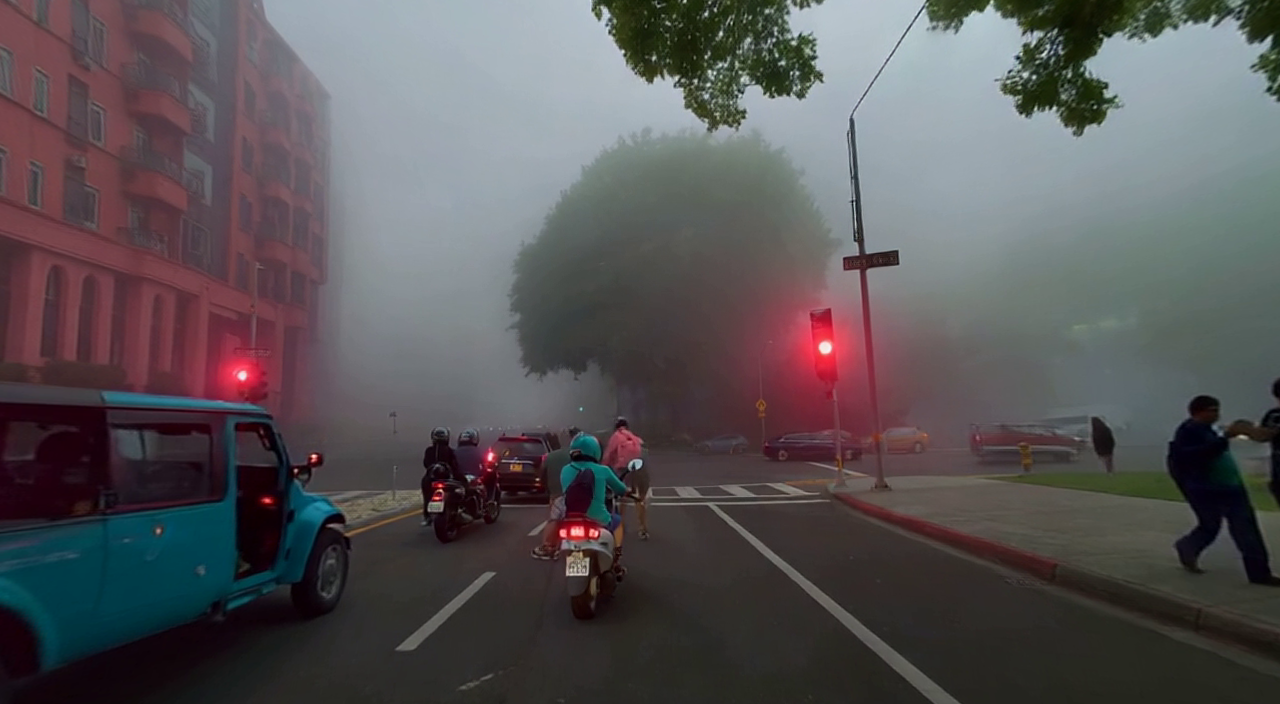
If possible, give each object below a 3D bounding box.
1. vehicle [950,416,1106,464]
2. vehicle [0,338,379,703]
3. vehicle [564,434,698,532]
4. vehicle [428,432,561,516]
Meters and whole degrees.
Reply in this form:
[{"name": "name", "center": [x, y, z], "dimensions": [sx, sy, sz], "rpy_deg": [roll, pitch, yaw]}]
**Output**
[{"name": "vehicle", "center": [15.926, 3.696, 26.276], "dimensions": [5.226, 1.840, 2.016], "rpy_deg": [-5, -10, 27]}, {"name": "vehicle", "center": [-3.595, 1.035, 3.718], "dimensions": [2.000, 1.809, 4.855], "rpy_deg": [0, -9, 0]}, {"name": "vehicle", "center": [-0.104, 2.294, 11.625], "dimensions": [2.025, 1.458, 4.085], "rpy_deg": [-1, -9, 1]}, {"name": "vehicle", "center": [-3.117, 2.701, 14.444], "dimensions": [1.935, 1.615, 4.073], "rpy_deg": [-1, -9, 2]}]
